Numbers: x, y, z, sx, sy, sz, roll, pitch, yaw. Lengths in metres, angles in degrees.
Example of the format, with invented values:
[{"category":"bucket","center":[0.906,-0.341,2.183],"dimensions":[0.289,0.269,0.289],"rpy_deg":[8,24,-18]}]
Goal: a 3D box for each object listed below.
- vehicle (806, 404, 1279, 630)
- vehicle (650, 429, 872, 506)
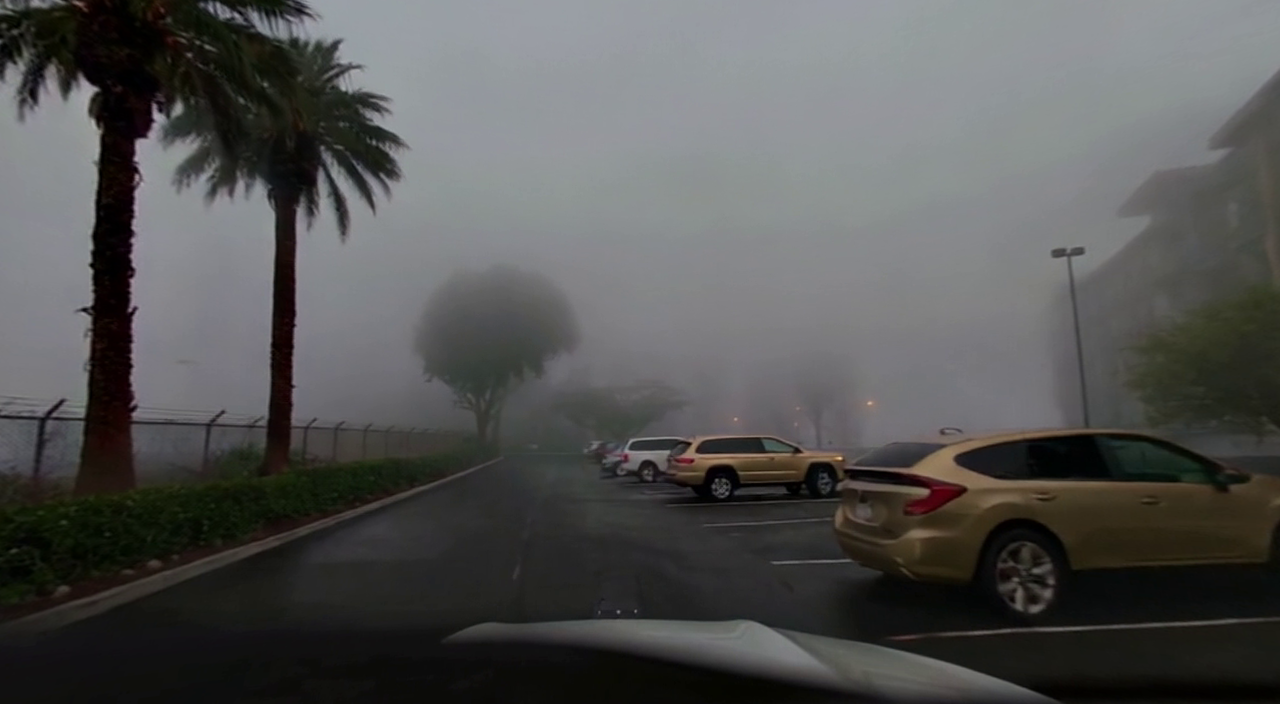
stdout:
[{"category":"vehicle","center":[4.168,1.439,5.726],"dimensions":[4.803,1.520,1.894],"rpy_deg":[5,-9,-11]},{"category":"vehicle","center":[3.122,3.003,16.792],"dimensions":[5.381,1.826,2.047],"rpy_deg":[2,-9,-12]}]
